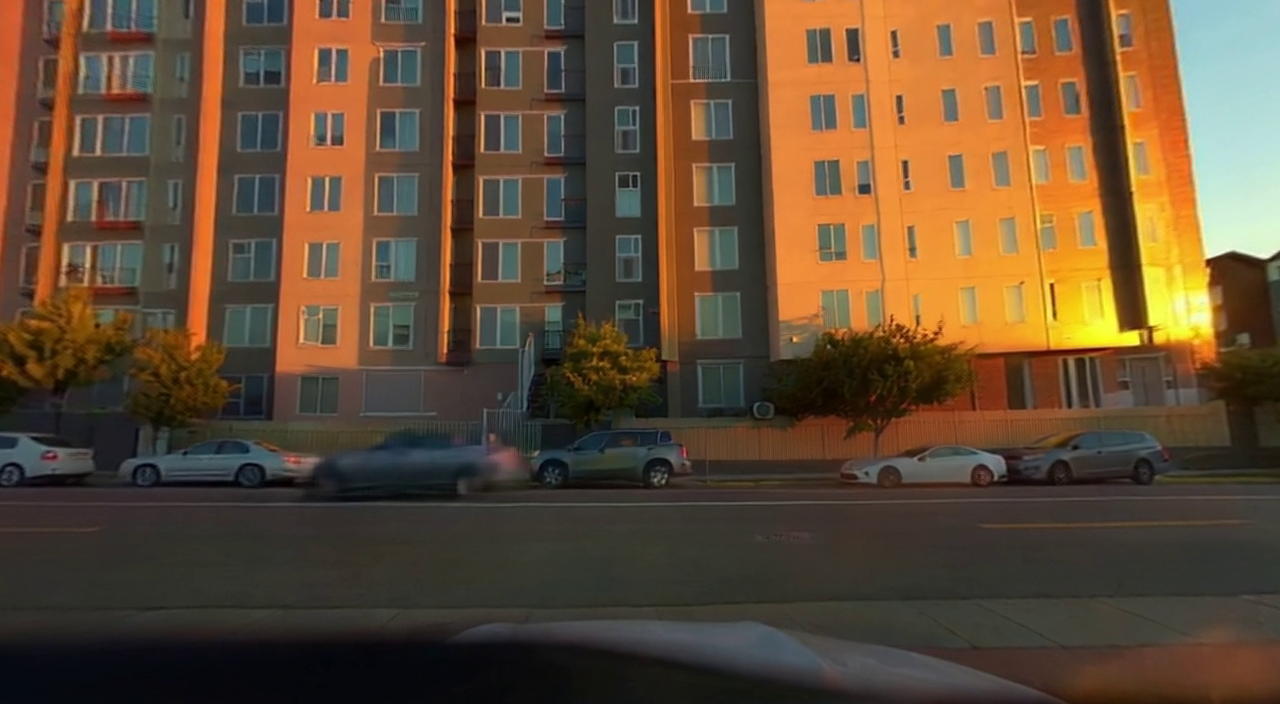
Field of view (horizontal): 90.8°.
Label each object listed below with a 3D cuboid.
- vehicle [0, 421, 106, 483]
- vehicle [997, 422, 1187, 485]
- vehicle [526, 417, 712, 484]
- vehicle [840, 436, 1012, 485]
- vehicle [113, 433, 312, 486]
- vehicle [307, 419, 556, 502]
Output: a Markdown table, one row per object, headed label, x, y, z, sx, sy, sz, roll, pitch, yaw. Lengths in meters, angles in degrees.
| label | x | y | z | sx | sy | sz | roll | pitch | yaw |
| --- | --- | --- | --- | --- | --- | --- | --- | --- | --- |
| vehicle | -18.236 | 2.812 | 17.786 | 4.426 | 1.641 | 1.889 | 1 | -9 | -7 |
| vehicle | 14.239 | 3.188 | 20.093 | 4.544 | 1.780 | 1.966 | 0 | -7 | -3 |
| vehicle | -0.680 | 2.977 | 19.035 | 5.299 | 1.860 | 2.098 | 1 | -10 | -7 |
| vehicle | 8.712 | 3.297 | 19.460 | 4.521 | 1.411 | 1.726 | 1 | -7 | -5 |
| vehicle | -12.179 | 3.077 | 18.258 | 4.336 | 1.438 | 1.776 | 1 | -8 | -5 |
| vehicle | -4.010 | 2.173 | 12.848 | 4.396 | 1.501 | 1.955 | 0 | -9 | -4 |
